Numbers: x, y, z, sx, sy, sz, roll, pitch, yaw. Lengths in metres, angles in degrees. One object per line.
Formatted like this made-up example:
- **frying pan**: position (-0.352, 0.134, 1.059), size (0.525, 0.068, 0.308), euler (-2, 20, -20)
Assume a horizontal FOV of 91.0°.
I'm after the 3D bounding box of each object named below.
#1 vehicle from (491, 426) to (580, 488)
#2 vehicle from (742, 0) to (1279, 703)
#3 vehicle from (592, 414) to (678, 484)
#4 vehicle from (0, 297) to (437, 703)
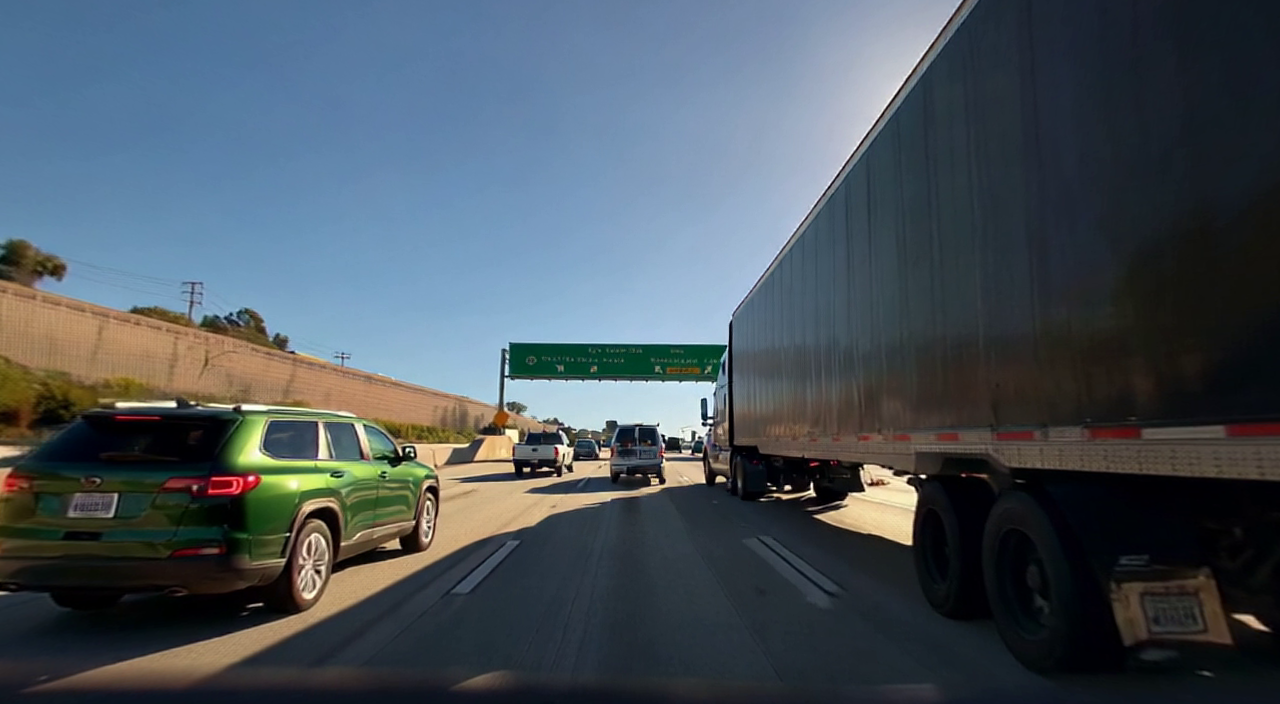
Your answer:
- **vehicle**: position (-3.331, 3.461, 21.084), size (2.120, 1.812, 4.659), euler (0, -8, 1)
- **vehicle**: position (3.592, -0.012, 5.253), size (2.852, 4.121, 16.210), euler (0, -8, 0)
- **vehicle**: position (-0.172, 3.496, 22.872), size (2.704, 2.216, 5.804), euler (0, -8, 0)
- **vehicle**: position (-3.354, 1.042, 4.401), size (2.193, 1.803, 4.958), euler (0, -8, 0)
